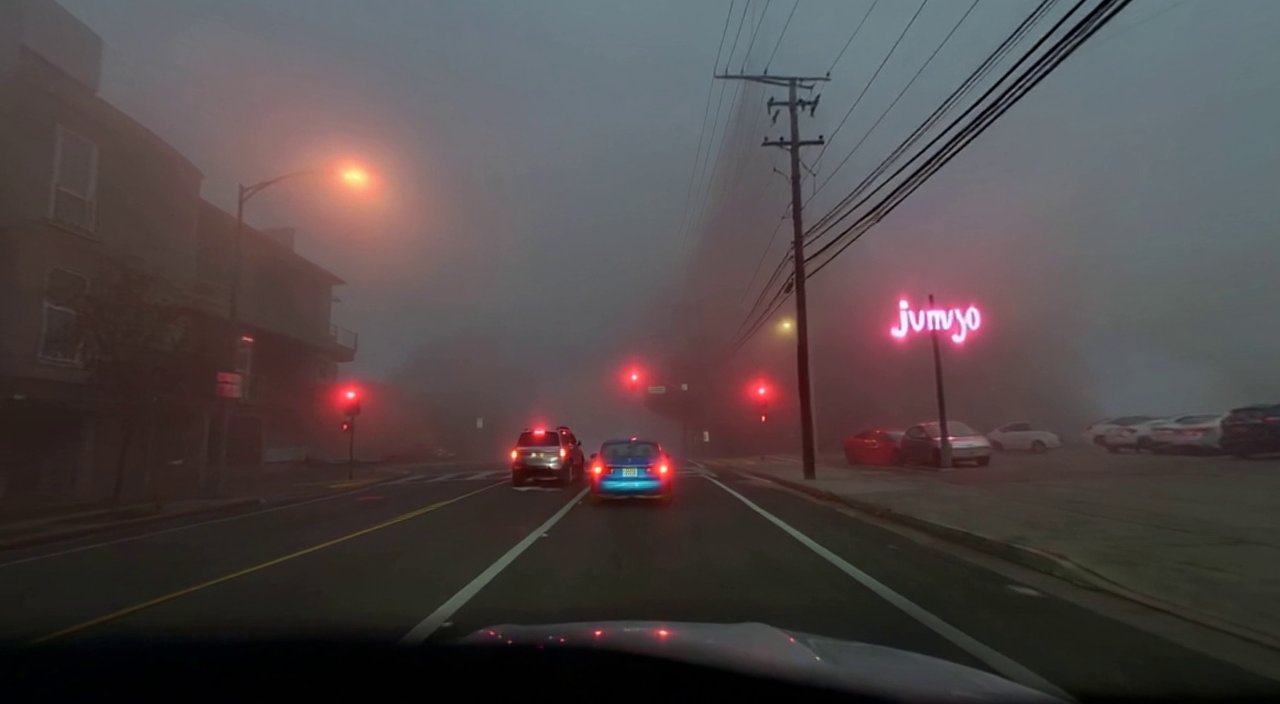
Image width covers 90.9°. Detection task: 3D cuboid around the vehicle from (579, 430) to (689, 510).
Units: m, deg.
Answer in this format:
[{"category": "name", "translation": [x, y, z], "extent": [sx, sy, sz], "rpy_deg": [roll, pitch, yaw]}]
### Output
[{"category": "vehicle", "translation": [-0.183, 2.527, 14.010], "extent": [2.070, 1.481, 4.216], "rpy_deg": [0, -8, -2]}]

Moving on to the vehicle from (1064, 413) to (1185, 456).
[{"category": "vehicle", "translation": [18.612, 3.184, 24.188], "extent": [4.446, 1.511, 1.977], "rpy_deg": [4, -10, -29]}]

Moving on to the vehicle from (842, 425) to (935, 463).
[{"category": "vehicle", "translation": [10.547, 3.951, 27.165], "extent": [1.842, 1.471, 4.481], "rpy_deg": [1, -8, -6]}]

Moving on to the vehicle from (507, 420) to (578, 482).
[{"category": "vehicle", "translation": [-3.175, 3.314, 21.382], "extent": [2.106, 1.852, 4.512], "rpy_deg": [1, -8, -6]}]

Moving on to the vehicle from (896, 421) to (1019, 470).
[{"category": "vehicle", "translation": [10.418, 3.126, 21.109], "extent": [1.888, 1.455, 4.268], "rpy_deg": [0, -8, 0]}]
